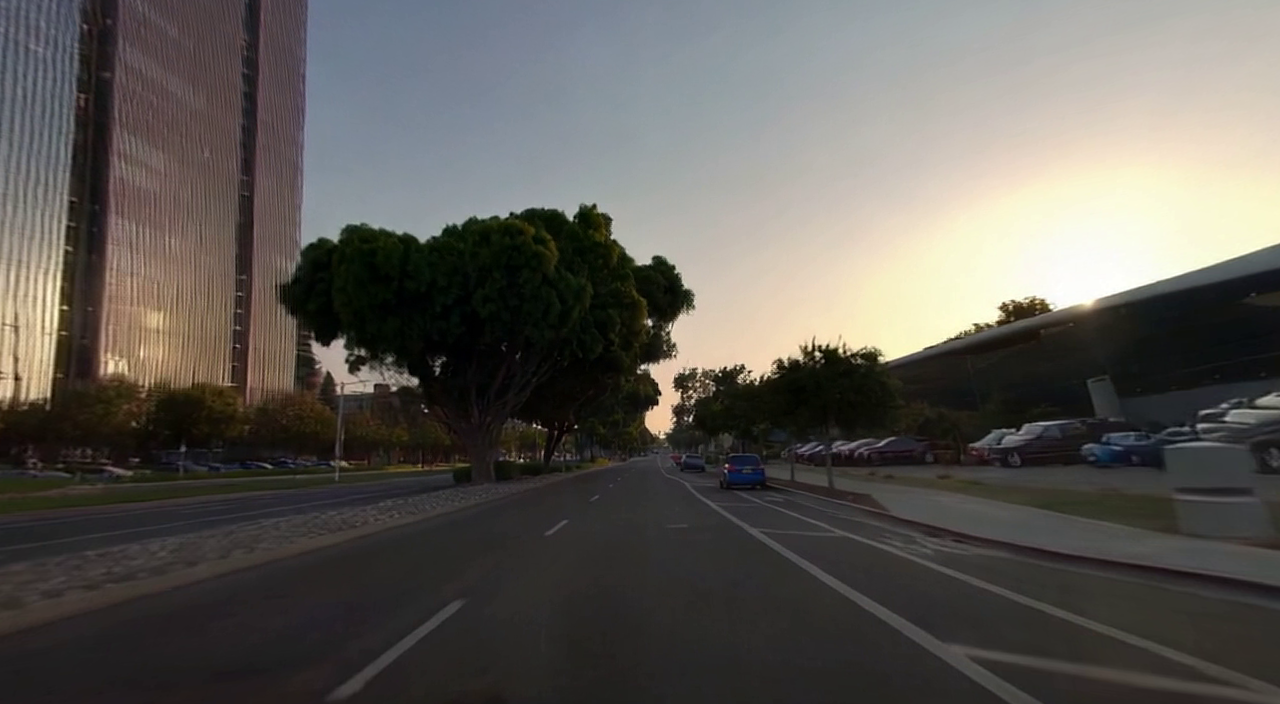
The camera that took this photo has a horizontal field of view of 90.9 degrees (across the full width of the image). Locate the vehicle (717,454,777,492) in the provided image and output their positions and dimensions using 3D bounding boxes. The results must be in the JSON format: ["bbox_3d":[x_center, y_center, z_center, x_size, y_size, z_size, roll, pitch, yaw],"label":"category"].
[{"bbox_3d":[4.757,5.422,28.652,1.909,1.503,4.368,0,-8,0],"label":"vehicle"}]
